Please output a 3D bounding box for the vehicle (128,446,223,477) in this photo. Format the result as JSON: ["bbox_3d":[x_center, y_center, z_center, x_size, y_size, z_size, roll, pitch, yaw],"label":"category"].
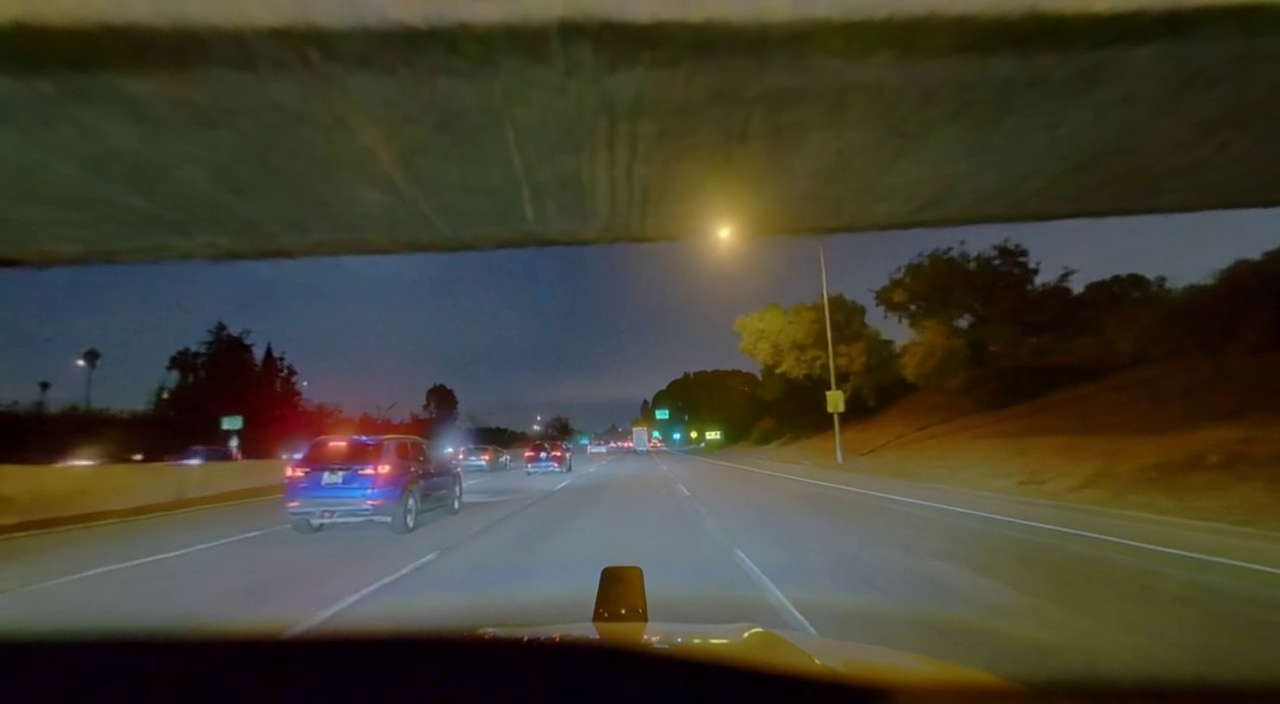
[{"bbox_3d":[-24.853,5.850,33.813,1.809,1.520,4.355,0,-8,0],"label":"vehicle"}]

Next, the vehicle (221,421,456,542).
[{"bbox_3d":[-4.706,2.060,10.607,1.969,1.633,3.962,0,-8,0],"label":"vehicle"}]

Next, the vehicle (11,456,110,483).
[{"bbox_3d":[-36.567,7.417,39.828,1.863,1.447,4.651,0,-8,0],"label":"vehicle"}]

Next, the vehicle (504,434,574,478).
[{"bbox_3d":[-4.096,4.316,26.340,2.154,1.693,4.394,0,-8,1],"label":"vehicle"}]
